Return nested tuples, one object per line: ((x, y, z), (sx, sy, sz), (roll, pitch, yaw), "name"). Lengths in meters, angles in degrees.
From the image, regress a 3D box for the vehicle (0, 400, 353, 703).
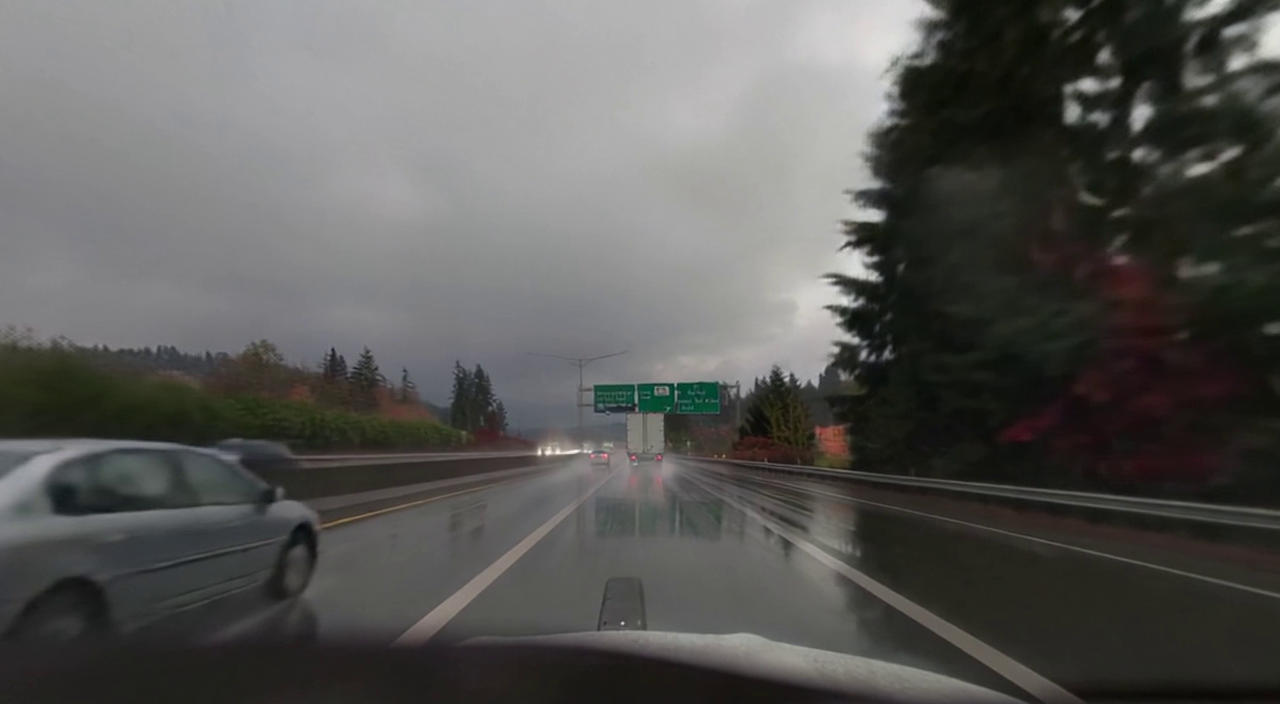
((-3.873, 1.089, 3.472), (2.114, 1.523, 5.110), (0, -9, 1), "vehicle")

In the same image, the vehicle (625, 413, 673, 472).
((0.441, 6.337, 43.727), (2.893, 3.628, 9.081), (0, -9, -2), "vehicle")
